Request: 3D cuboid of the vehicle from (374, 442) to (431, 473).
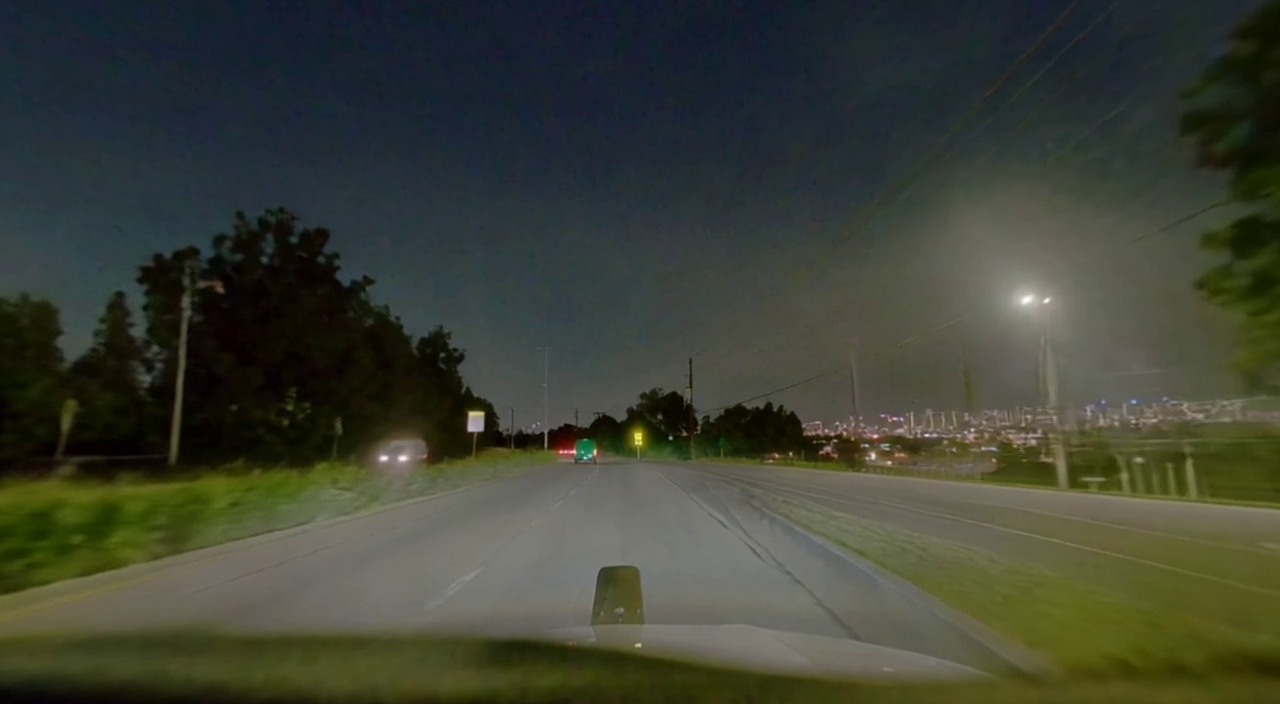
[{"bbox_3d":[-14.985,6.652,39.878,2.084,1.806,4.332,0,-9,-3],"label":"vehicle"}]
